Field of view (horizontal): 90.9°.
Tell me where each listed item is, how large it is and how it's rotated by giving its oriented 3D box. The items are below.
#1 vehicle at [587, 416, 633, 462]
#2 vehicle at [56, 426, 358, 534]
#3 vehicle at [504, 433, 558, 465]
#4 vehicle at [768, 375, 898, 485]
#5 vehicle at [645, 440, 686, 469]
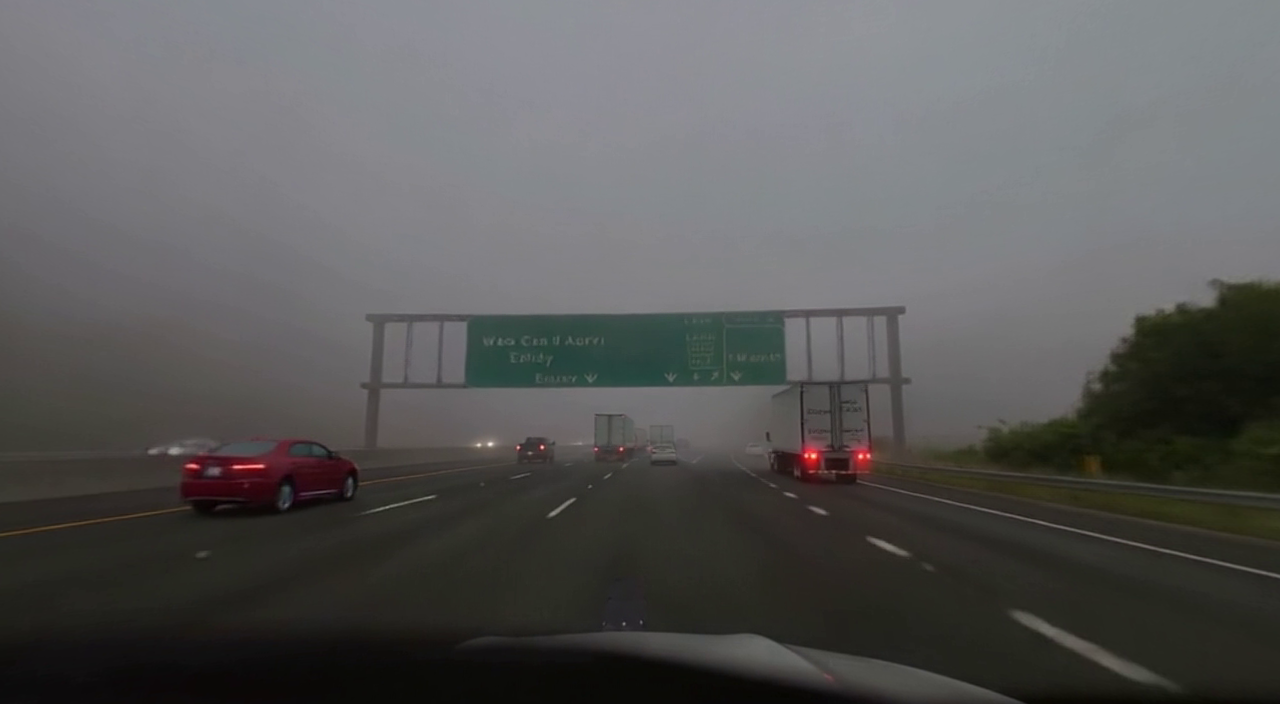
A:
[{"bbox_3d":[-2.126,6.668,47.953,2.745,3.156,7.608,0,-8,3],"label":"vehicle"},{"bbox_3d":[-7.079,2.128,11.119,1.950,1.485,4.589,0,-8,2],"label":"vehicle"},{"bbox_3d":[-6.763,6.097,39.744,2.272,1.850,5.156,0,-8,2],"label":"vehicle"},{"bbox_3d":[6.901,3.035,23.953,2.895,3.484,7.631,-1,-9,4],"label":"vehicle"},{"bbox_3d":[1.345,5.551,34.336,2.105,1.502,4.068,0,-8,1],"label":"vehicle"}]
